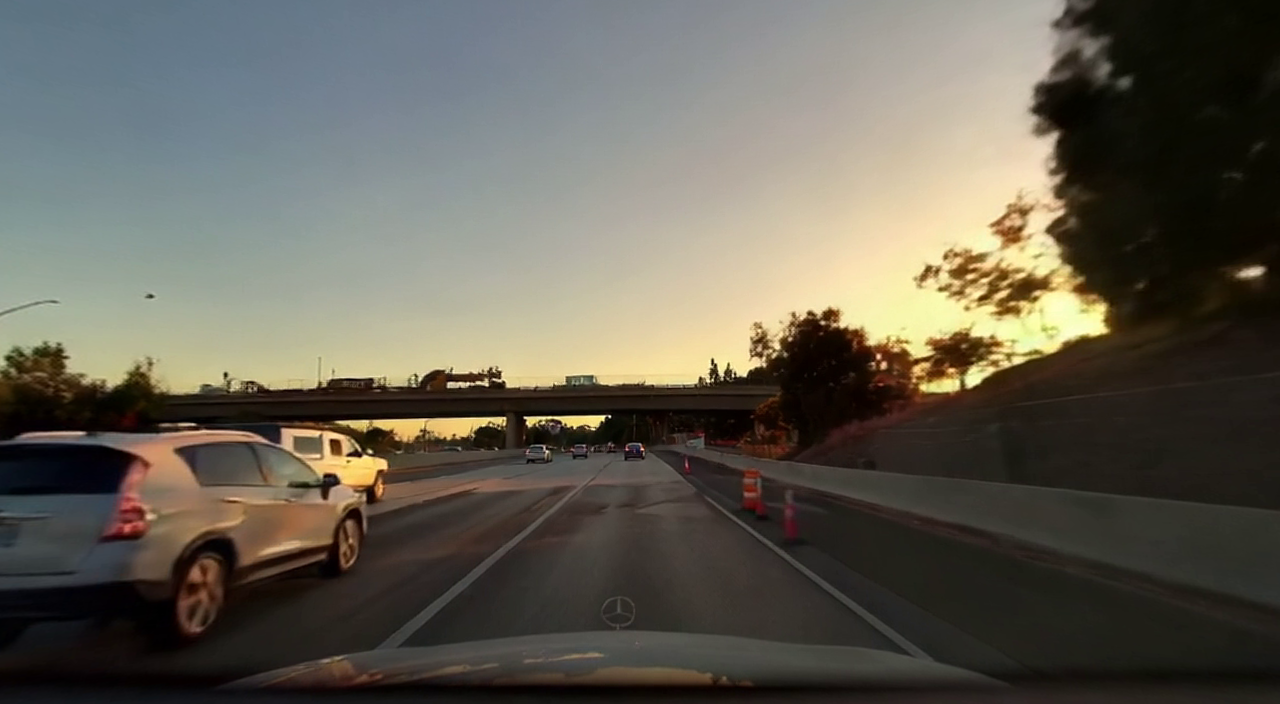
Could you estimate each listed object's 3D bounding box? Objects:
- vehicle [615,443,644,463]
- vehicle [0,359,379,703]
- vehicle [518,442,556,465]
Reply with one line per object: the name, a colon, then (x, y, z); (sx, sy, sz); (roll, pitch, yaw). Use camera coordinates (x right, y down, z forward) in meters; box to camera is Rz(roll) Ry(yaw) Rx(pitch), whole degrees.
vehicle: (-0.776, 7.496, 46.973); (2.051, 1.459, 4.092); (0, -9, -1)
vehicle: (-3.554, 1.094, 4.008); (2.024, 1.655, 4.192); (0, -9, -1)
vehicle: (-7.721, 7.654, 47.664); (2.128, 1.604, 4.279); (0, -9, 0)
